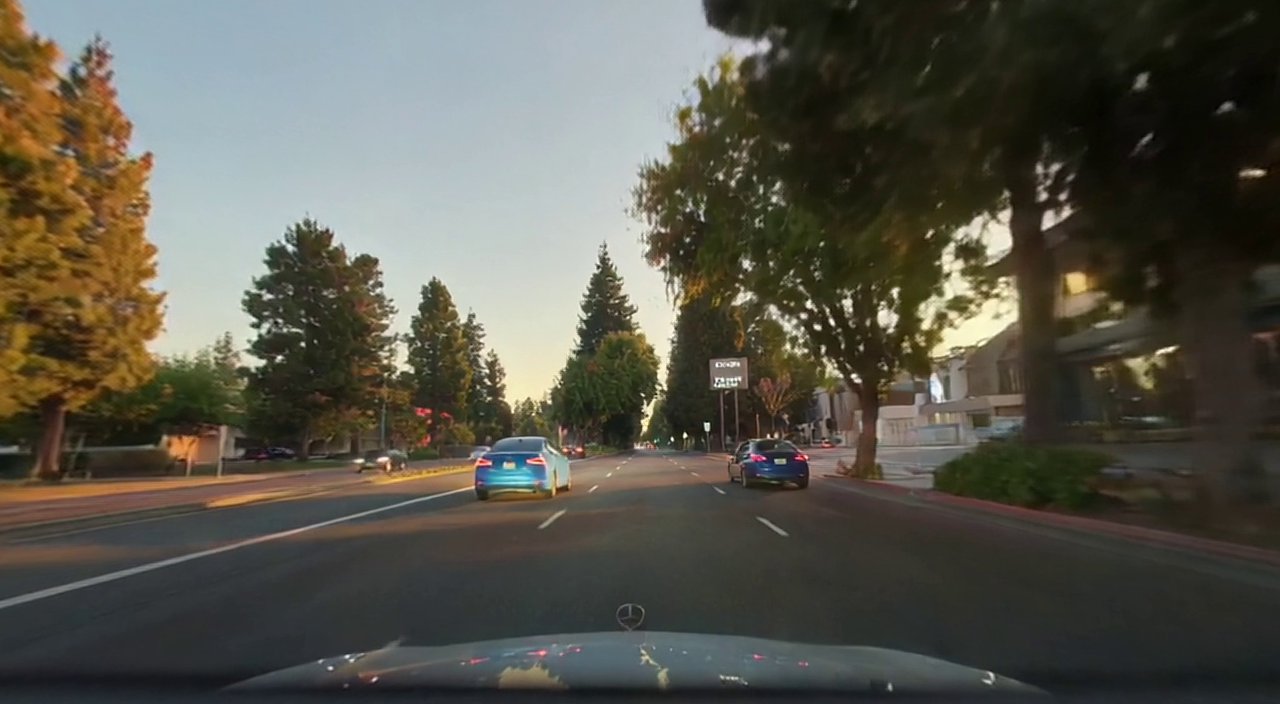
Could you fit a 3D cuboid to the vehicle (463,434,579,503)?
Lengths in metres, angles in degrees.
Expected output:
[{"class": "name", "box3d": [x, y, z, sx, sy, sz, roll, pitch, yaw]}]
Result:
[{"class": "vehicle", "box3d": [-2.839, 2.878, 16.050, 2.001, 1.504, 4.212, 0, -8, 2]}]

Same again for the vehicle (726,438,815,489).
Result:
[{"class": "vehicle", "box3d": [4.170, 3.621, 20.916, 1.977, 1.474, 4.399, 0, -8, -1]}]

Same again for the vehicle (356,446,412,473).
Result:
[{"class": "vehicle", "box3d": [-15.694, 6.569, 38.848, 1.778, 1.549, 3.914, 0, -8, 1]}]
